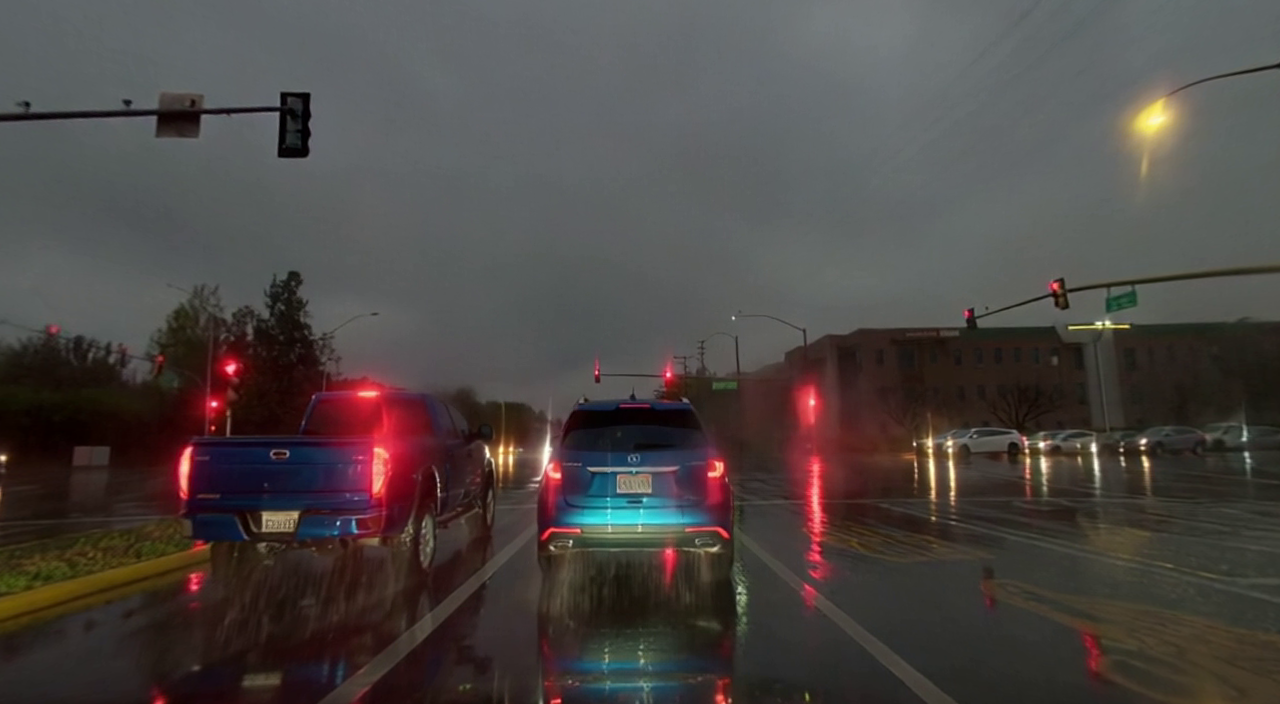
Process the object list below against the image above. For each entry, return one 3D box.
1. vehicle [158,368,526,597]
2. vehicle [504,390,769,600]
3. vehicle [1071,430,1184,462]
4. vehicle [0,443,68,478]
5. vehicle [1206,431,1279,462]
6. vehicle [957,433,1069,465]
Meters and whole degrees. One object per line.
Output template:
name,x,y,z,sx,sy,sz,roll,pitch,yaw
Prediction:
vehicle,-2.962,1.450,7.817,2.220,1.926,4.870,0,-8,-1
vehicle,-0.058,1.534,7.662,2.204,1.738,4.690,0,-8,-1
vehicle,27.945,5.409,36.091,4.849,1.759,2.041,0,-8,-2
vehicle,-32.169,5.447,31.738,4.406,1.682,2.040,0,-8,-2
vehicle,36.312,5.507,36.574,4.714,1.754,2.041,0,-8,-2
vehicle,19.314,5.048,32.651,4.624,1.601,1.871,0,-8,-3
